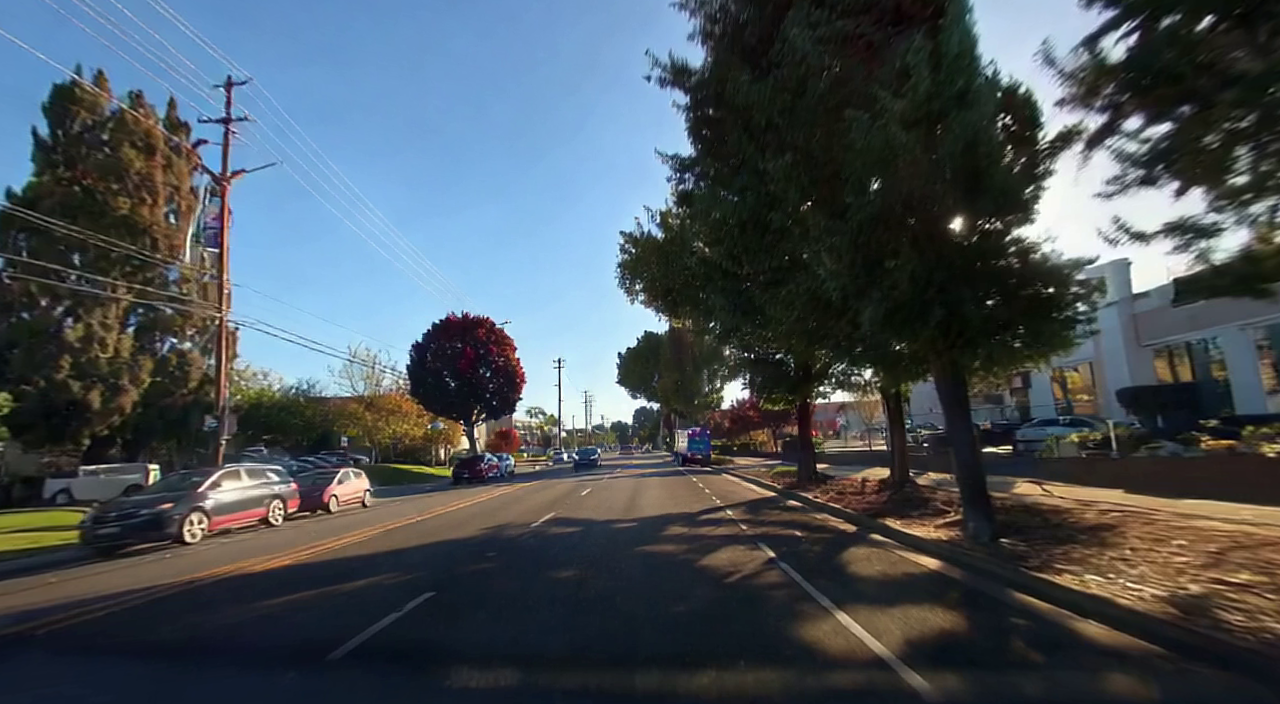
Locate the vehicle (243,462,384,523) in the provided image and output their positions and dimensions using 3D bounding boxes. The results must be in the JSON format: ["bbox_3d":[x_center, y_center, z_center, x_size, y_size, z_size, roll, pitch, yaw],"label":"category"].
[{"bbox_3d":[-9.376,4.044,18.629,1.768,1.454,4.340,0,-9,1],"label":"vehicle"}]

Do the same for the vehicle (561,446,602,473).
[{"bbox_3d":[-3.489,6.514,38.489,2.042,1.530,3.980,0,-9,1],"label":"vehicle"}]

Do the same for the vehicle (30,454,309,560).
[{"bbox_3d":[-9.622,3.133,13.671,2.059,1.783,5.024,0,-9,1],"label":"vehicle"}]

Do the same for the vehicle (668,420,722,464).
[{"bbox_3d":[4.089,7.116,49.537,3.168,3.106,9.350,0,-9,-1],"label":"vehicle"}]

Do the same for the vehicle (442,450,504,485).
[{"bbox_3d":[-8.881,6.163,34.113,1.938,1.756,4.686,0,-9,2],"label":"vehicle"}]
